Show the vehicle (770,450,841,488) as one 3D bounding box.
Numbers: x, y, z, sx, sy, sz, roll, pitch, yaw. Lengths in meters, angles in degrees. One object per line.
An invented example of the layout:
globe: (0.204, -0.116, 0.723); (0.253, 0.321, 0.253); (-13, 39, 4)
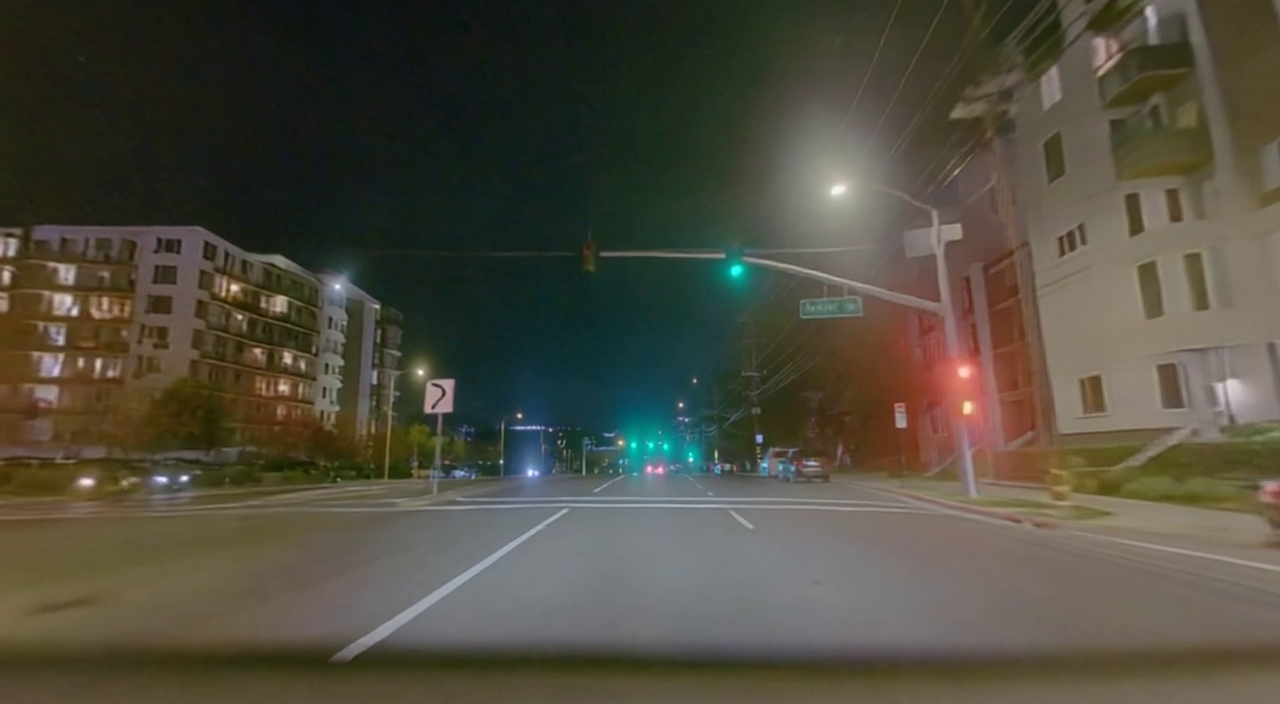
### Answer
vehicle: (7.317, 5.196, 28.386); (1.875, 1.481, 4.434); (0, -8, -1)

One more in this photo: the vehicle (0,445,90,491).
vehicle: (-28.640, 5.400, 29.464); (1.974, 1.961, 4.570); (-1, -9, -5)

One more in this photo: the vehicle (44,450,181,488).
vehicle: (-28.845, 6.397, 34.625); (5.409, 1.929, 2.410); (-1, -8, 2)
